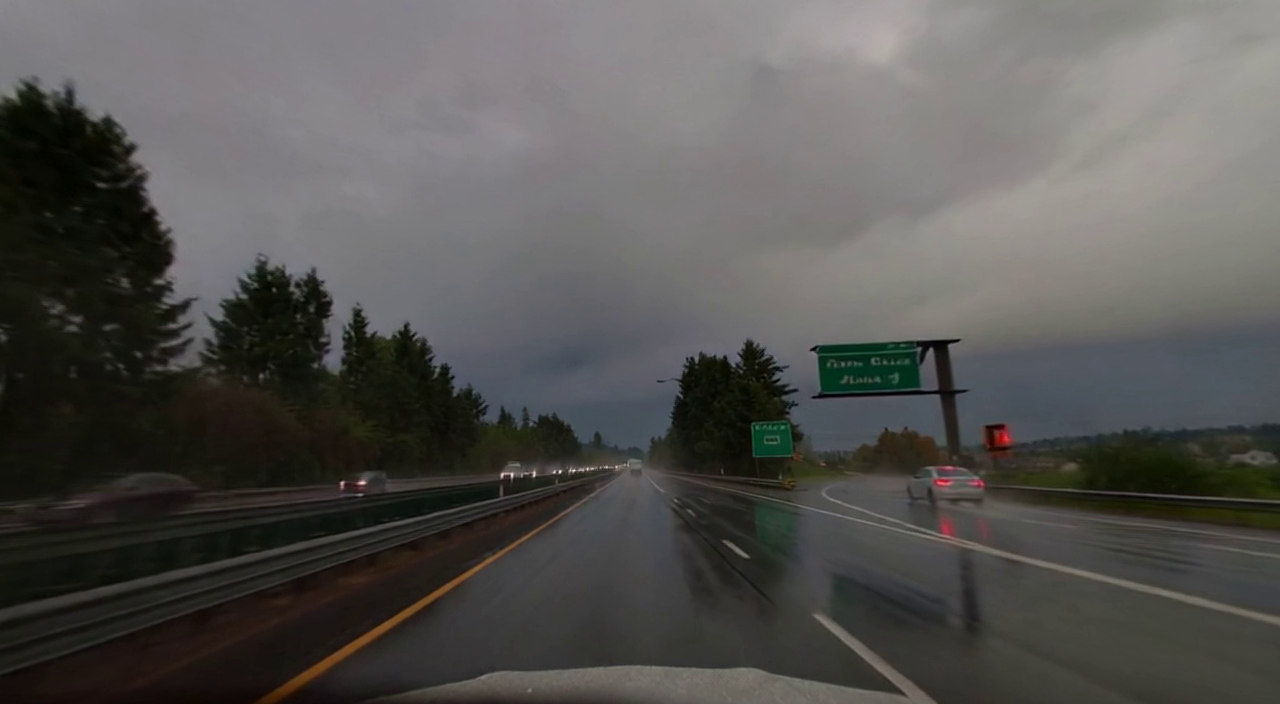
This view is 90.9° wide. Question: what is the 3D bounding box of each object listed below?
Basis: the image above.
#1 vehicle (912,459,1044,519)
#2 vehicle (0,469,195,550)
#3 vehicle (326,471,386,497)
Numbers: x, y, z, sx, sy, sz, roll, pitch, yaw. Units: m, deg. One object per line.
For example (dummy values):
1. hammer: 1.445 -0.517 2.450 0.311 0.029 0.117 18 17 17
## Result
1. vehicle: 10.054 4.102 19.218 1.951 1.566 4.616 -1 -11 7
2. vehicle: -12.832 3.450 14.397 1.956 1.478 4.565 1 -10 0
3. vehicle: -17.290 8.046 38.571 1.788 1.493 3.815 0 -10 1
